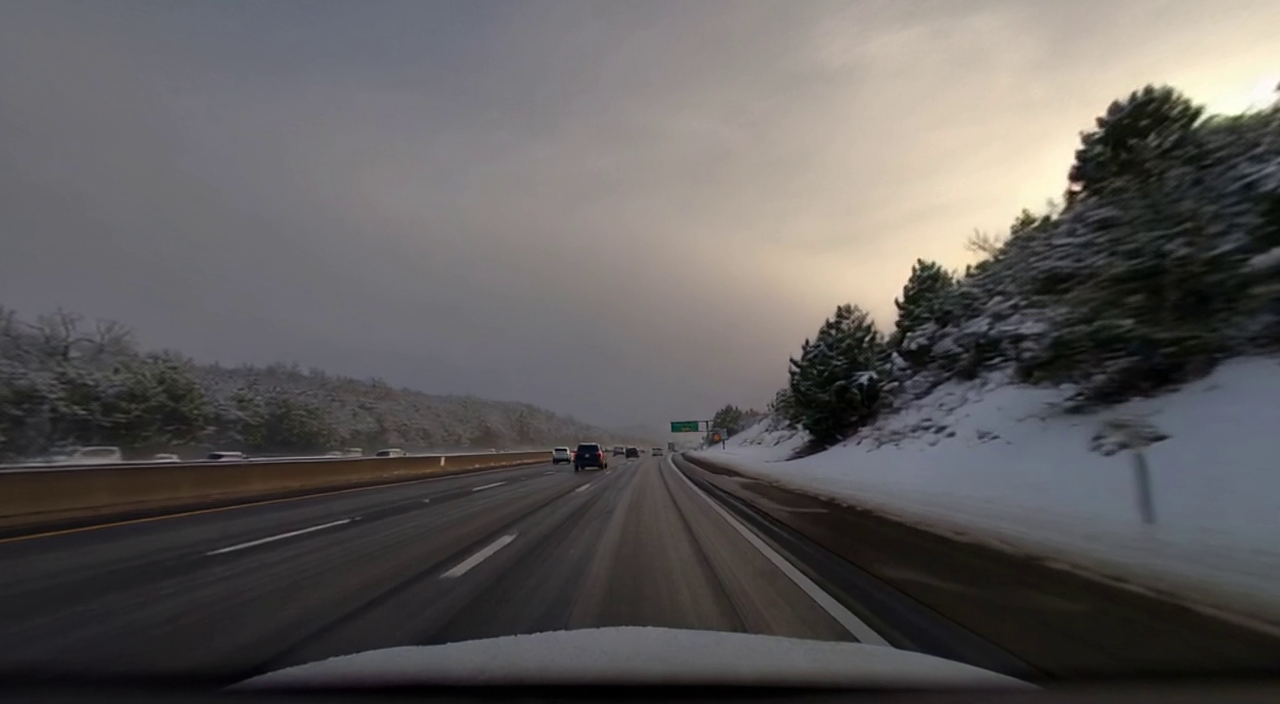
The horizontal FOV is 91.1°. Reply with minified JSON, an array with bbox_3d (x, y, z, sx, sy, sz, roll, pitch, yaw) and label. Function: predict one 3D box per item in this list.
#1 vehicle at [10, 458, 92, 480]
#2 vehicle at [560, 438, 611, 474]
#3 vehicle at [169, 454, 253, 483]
[{"bbox_3d":[-46.646,9.245,49.889,1.860,1.513,4.698,-1,-9,2],"label":"vehicle"},{"bbox_3d":[-3.107,6.072,36.880,2.413,1.896,5.218,-1,-9,1],"label":"vehicle"},{"bbox_3d":[-27.190,7.387,40.032,2.016,1.671,4.537,-1,-9,2],"label":"vehicle"}]
